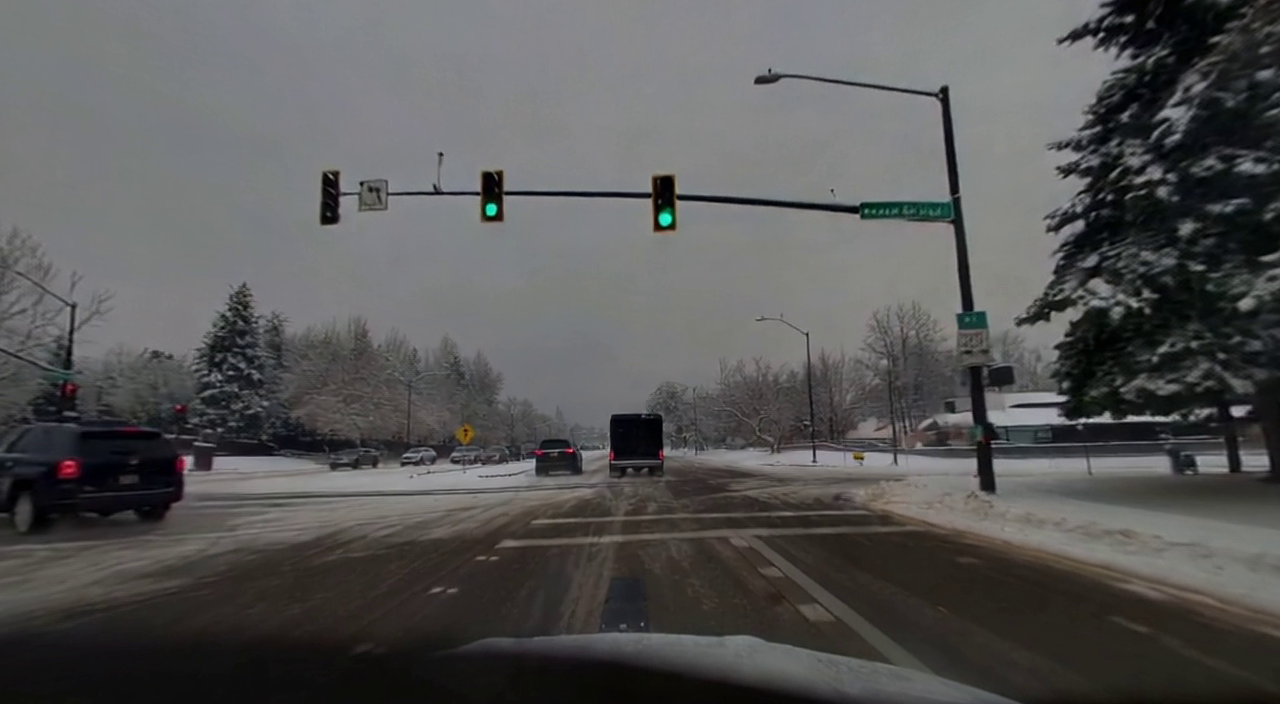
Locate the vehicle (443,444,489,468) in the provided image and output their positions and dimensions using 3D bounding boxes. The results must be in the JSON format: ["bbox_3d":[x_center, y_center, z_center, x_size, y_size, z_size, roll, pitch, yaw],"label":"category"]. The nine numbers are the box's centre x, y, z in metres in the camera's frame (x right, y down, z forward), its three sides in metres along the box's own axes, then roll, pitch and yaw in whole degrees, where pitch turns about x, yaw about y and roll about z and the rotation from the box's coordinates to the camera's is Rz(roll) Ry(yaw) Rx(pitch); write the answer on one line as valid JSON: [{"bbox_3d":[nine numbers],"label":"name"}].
[{"bbox_3d":[-13.046,7.798,47.512,1.960,1.627,4.784,0,-8,1],"label":"vehicle"}]

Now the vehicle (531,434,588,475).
[{"bbox_3d":[-3.856,5.000,31.114,2.184,1.830,4.890,0,-8,0],"label":"vehicle"}]

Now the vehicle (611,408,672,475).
[{"bbox_3d":[-0.084,4.919,34.797,2.843,3.120,10.422,0,-8,-2],"label":"vehicle"}]

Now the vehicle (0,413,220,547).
[{"bbox_3d":[-9.055,2.035,10.742,2.021,1.798,4.346,3,-8,-19],"label":"vehicle"}]

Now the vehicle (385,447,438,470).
[{"bbox_3d":[-16.373,7.634,45.405,2.022,1.442,4.853,-4,-8,1],"label":"vehicle"}]

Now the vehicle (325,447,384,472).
[{"bbox_3d":[-22.197,8.323,49.268,2.017,1.785,5.092,-1,-8,3],"label":"vehicle"}]
